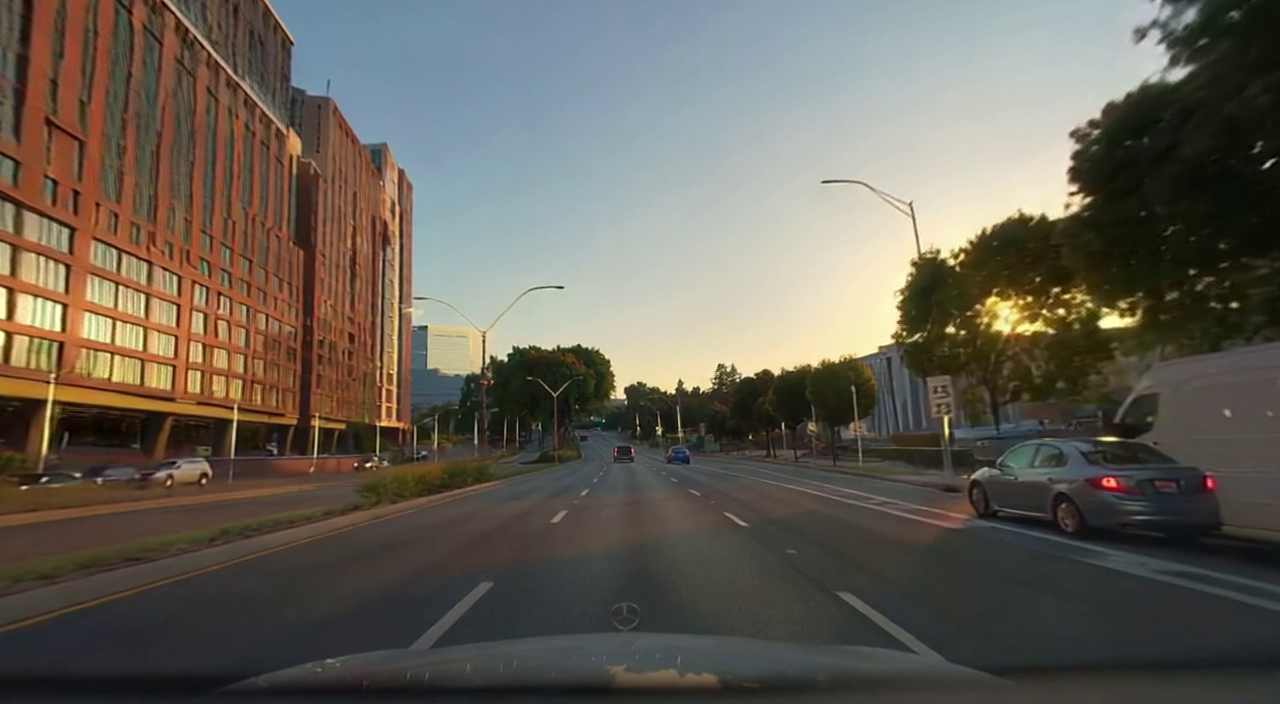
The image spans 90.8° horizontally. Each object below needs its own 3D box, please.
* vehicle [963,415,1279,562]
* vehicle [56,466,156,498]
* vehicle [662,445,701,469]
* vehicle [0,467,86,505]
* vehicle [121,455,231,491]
[{"bbox_3d":[7.172,1.972,9.914,2.017,1.743,4.453,-1,-8,3],"label":"vehicle"},{"bbox_3d":[-29.600,7.178,35.239,1.742,1.473,4.529,0,-8,-2],"label":"vehicle"},{"bbox_3d":[2.694,6.979,42.228,2.090,1.506,4.382,0,-8,-3],"label":"vehicle"},{"bbox_3d":[-29.211,6.357,29.799,1.854,1.450,4.937,-4,-7,-2],"label":"vehicle"},{"bbox_3d":[-29.711,7.733,40.859,2.474,1.971,6.358,0,-8,-2],"label":"vehicle"}]
